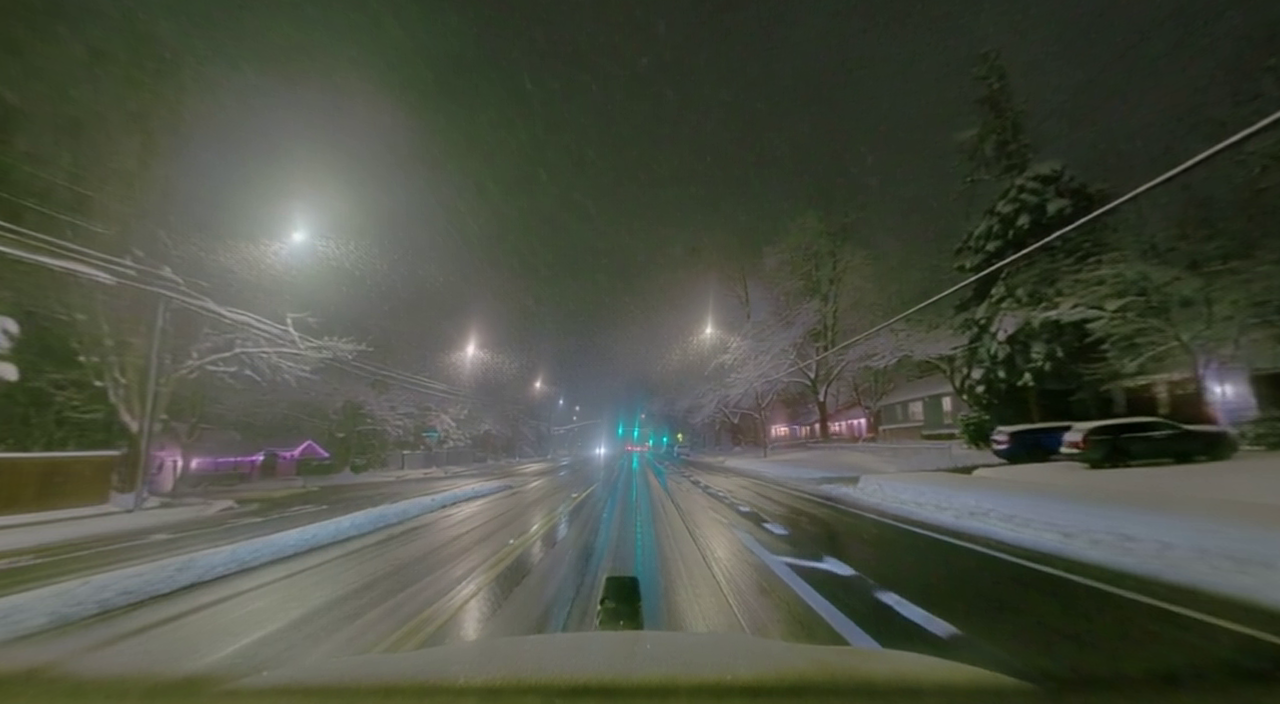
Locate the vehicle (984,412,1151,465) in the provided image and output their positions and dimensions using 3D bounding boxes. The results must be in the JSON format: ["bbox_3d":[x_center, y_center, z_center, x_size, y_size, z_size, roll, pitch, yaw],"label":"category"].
[{"bbox_3d":[16.299,3.328,24.278,4.843,1.594,2.127,-4,-9,-3],"label":"vehicle"}]

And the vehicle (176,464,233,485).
[{"bbox_3d":[-34.050,9.593,49.546,1.774,1.430,4.131,0,-9,-4],"label":"vehicle"}]

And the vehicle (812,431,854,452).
[{"bbox_3d":[15.092,7.077,49.664,1.908,1.610,4.582,-1,-9,2],"label":"vehicle"}]

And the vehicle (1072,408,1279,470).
[{"bbox_3d":[16.291,2.665,19.267,4.655,1.511,2.045,-3,-9,-1],"label":"vehicle"}]
